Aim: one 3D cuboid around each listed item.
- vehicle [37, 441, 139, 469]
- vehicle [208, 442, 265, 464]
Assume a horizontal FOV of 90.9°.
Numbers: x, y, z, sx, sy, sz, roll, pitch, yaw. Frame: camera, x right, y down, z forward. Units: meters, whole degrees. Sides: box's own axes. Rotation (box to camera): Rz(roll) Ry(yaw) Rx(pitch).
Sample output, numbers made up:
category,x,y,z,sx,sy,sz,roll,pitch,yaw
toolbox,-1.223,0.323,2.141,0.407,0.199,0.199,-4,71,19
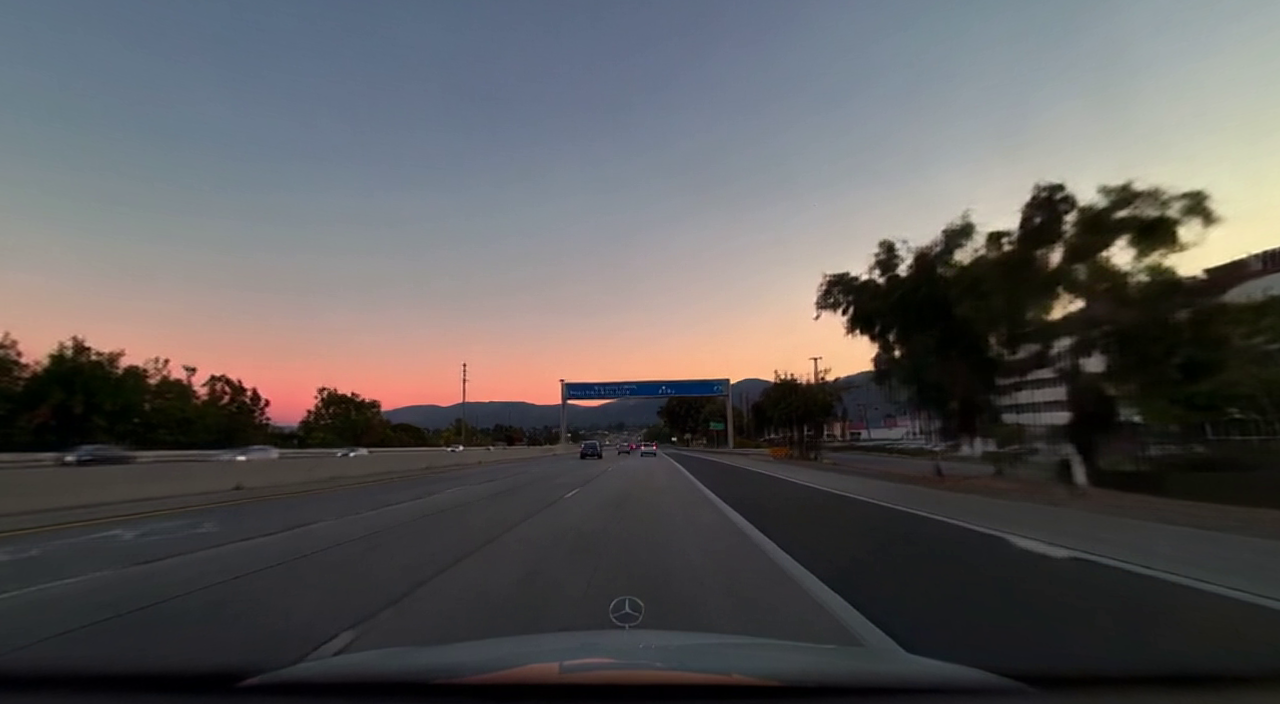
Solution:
category,x,y,z,sx,sy,sz,roll,pitch,yaw
vehicle,-35.699,6.641,40.975,2.116,1.672,4.940,0,-8,0
vehicle,-28.235,7.061,44.213,1.602,1.425,3.538,0,-8,-1
